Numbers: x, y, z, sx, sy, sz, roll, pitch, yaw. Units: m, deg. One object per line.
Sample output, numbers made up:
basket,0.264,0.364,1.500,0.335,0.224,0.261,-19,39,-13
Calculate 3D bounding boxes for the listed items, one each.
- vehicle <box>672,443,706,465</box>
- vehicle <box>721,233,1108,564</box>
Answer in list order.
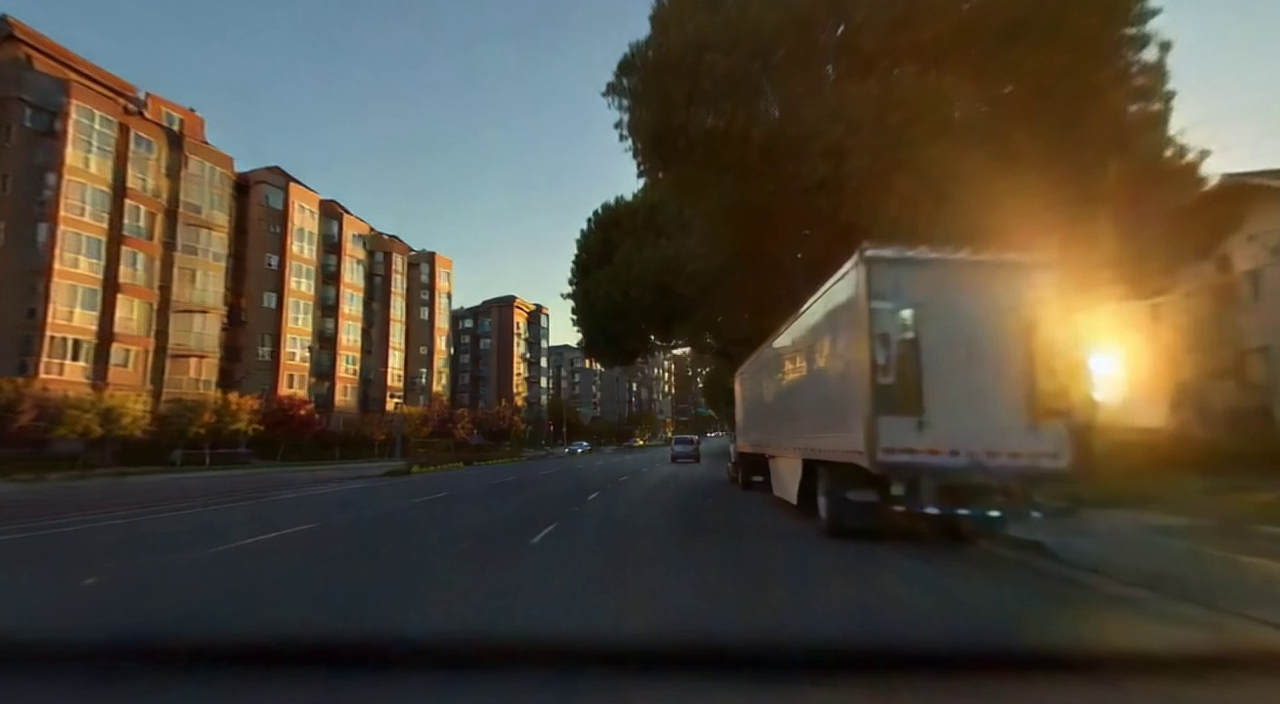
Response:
vehicle,3.253,6.644,41.262,1.871,1.370,4.206,-1,-8,9
vehicle,4.085,1.407,14.236,3.157,3.982,13.307,0,-8,2
